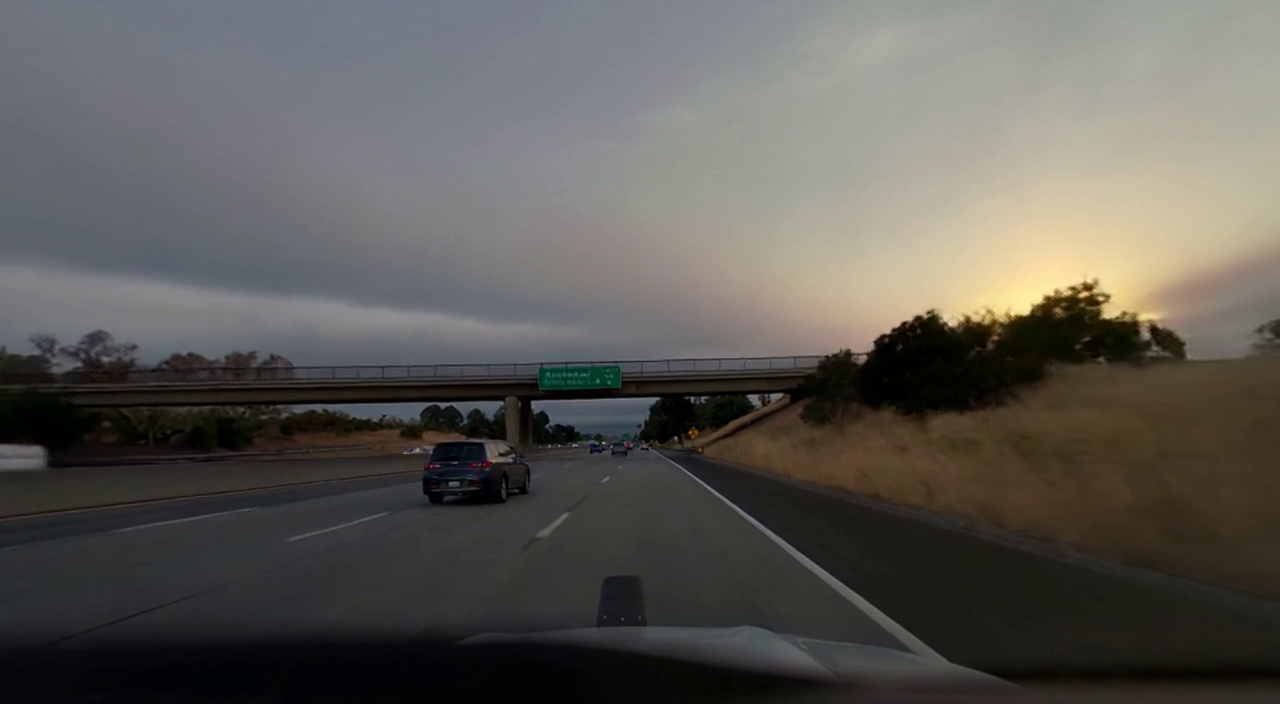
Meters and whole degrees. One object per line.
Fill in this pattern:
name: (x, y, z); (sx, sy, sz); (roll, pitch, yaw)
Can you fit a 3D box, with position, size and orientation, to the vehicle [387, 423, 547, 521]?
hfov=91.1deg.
vehicle: (-3.367, 2.435, 13.278); (2.048, 1.705, 4.384); (0, -8, 1)
